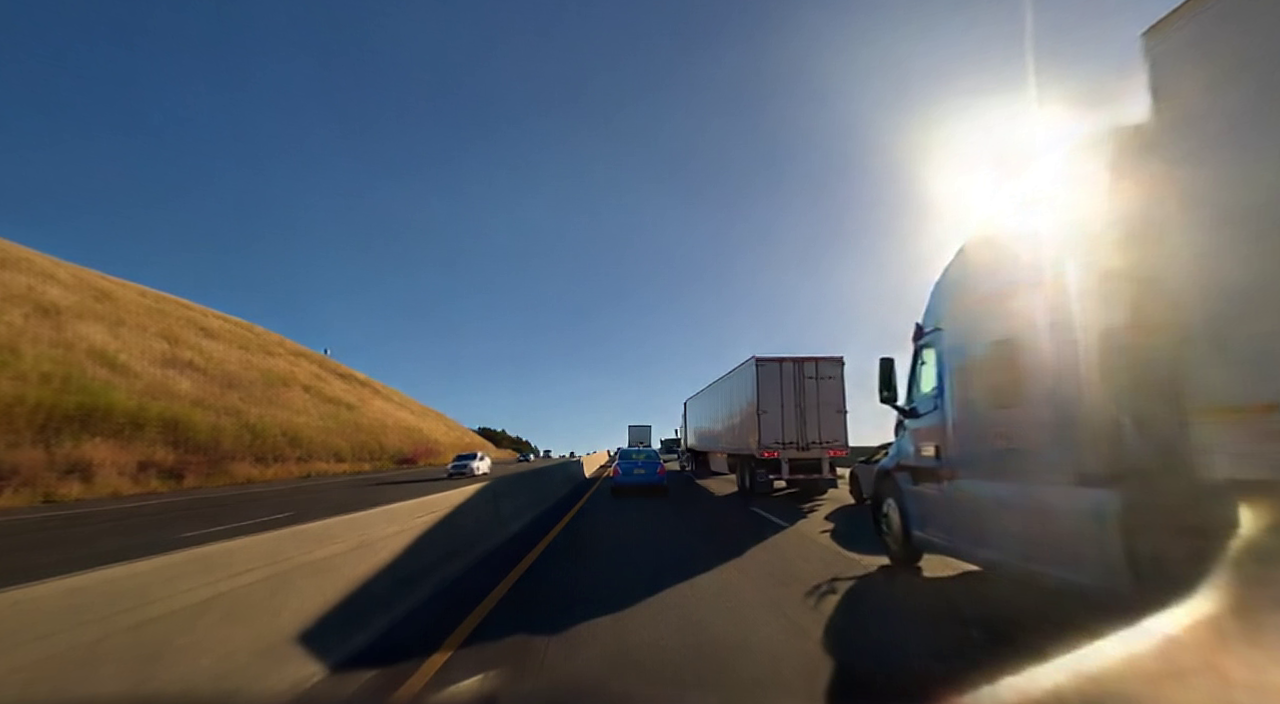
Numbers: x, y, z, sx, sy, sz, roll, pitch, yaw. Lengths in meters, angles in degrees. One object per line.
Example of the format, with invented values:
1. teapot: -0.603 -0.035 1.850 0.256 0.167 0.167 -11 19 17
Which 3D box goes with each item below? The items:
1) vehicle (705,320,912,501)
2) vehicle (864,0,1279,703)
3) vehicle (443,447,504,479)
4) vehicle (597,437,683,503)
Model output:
1. vehicle: 4.383 2.012 19.530 3.235 4.197 9.908 0 -8 -3
2. vehicle: 4.235 -0.062 3.727 3.150 4.051 6.527 0 -8 -1
3. vehicle: -9.818 6.576 37.487 2.259 1.699 4.510 -1 -8 2
4. vehicle: -0.030 3.066 16.841 2.045 1.507 3.763 0 -8 -1
